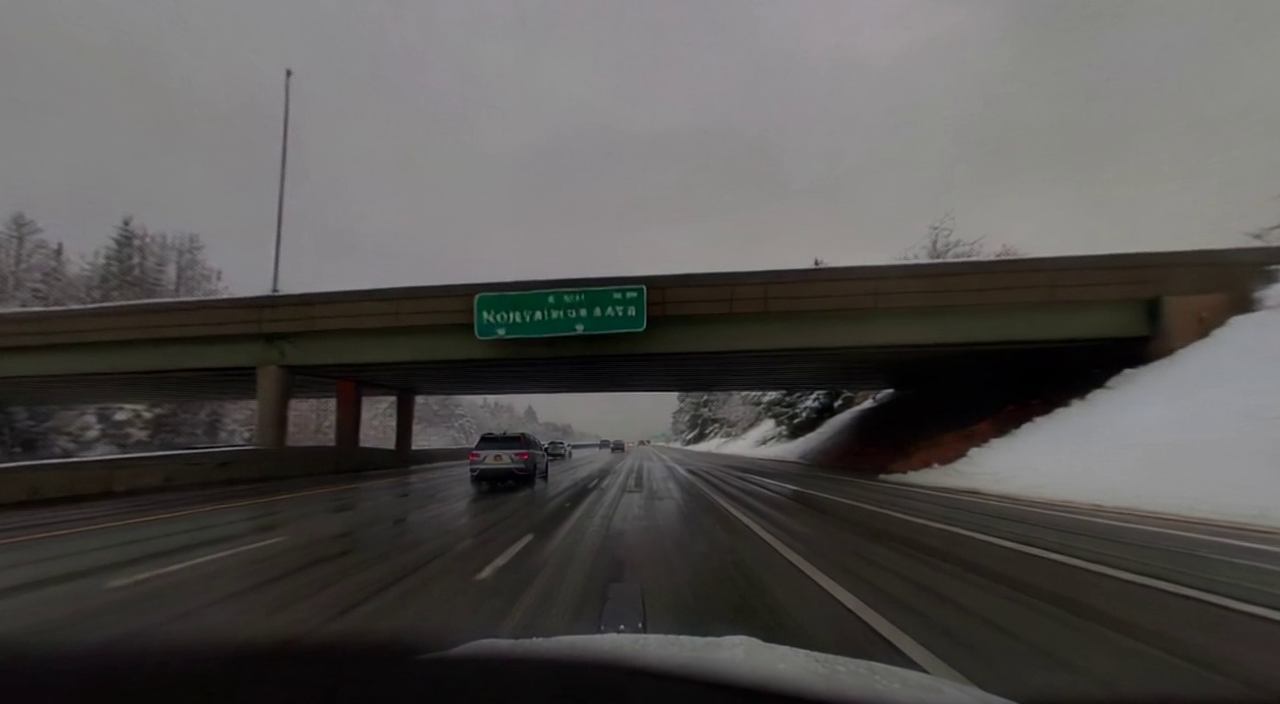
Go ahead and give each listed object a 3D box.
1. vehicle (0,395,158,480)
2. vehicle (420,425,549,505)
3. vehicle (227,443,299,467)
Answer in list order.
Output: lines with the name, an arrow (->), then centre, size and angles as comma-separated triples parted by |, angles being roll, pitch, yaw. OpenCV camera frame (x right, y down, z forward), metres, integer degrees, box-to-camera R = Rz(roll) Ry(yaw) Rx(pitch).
vehicle -> -33.010, 4.593, 33.492 | 2.899, 4.114, 14.251 | 0, -8, 2
vehicle -> -3.679, 2.774, 15.795 | 2.048, 1.705, 4.384 | 0, -8, 1
vehicle -> -25.598, 6.974, 42.805 | 2.010, 1.550, 4.483 | 0, -8, 1
